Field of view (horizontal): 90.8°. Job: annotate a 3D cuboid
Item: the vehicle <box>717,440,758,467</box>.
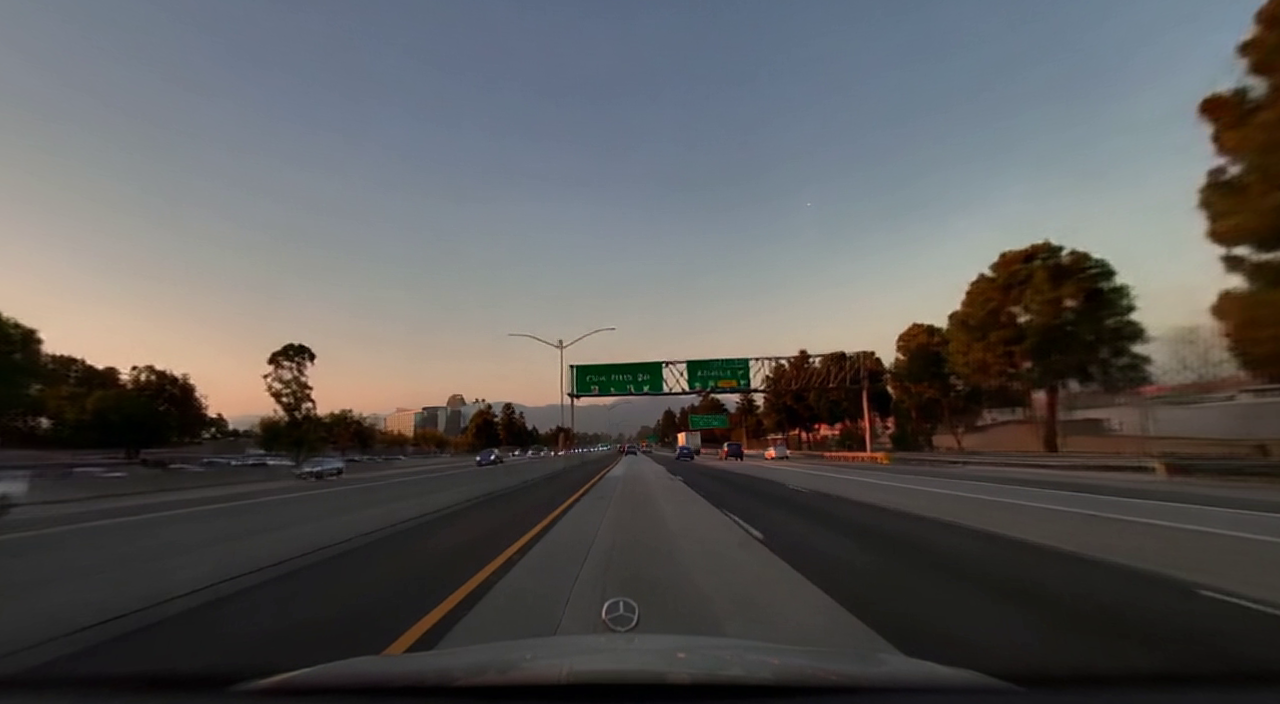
[{"bbox_3d":[6.556,6.899,42.995,2.030,1.706,4.279,0,-9,-1],"label":"vehicle"}]
